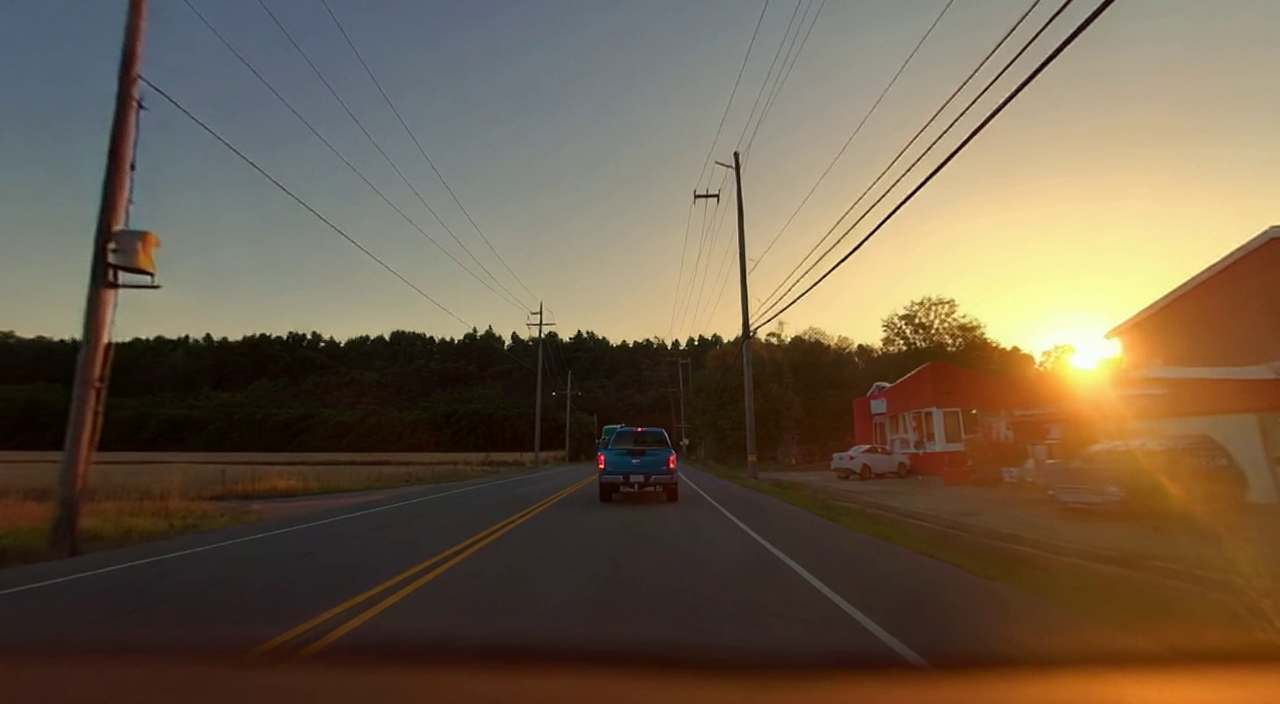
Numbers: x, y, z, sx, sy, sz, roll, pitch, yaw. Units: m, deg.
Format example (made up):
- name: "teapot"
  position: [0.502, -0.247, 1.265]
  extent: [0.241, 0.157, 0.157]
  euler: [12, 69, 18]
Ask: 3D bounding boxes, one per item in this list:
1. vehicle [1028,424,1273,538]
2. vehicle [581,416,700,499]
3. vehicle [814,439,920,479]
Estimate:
- name: "vehicle"
  position: [11.262, 2.646, 13.809]
  extent: [5.776, 1.936, 2.535]
  euler: [6, -8, -34]
- name: "vehicle"
  position: [0.056, 3.145, 19.326]
  extent: [2.921, 2.031, 7.416]
  euler: [0, -8, 1]
- name: "vehicle"
  position: [11.098, 5.164, 30.761]
  extent: [5.304, 1.754, 2.340]
  euler: [6, -11, -38]
